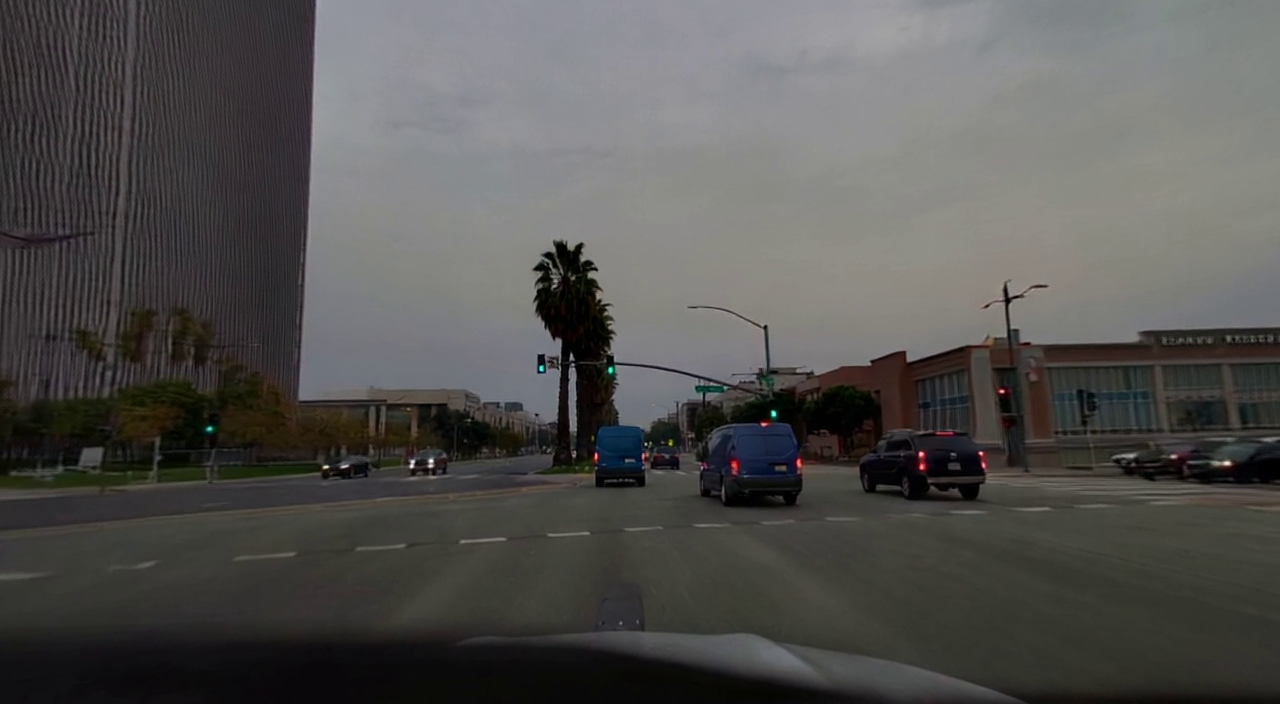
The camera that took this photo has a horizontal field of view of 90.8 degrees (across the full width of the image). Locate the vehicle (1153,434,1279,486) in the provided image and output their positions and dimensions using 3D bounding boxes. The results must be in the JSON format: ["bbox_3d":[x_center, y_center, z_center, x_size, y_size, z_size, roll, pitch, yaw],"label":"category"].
[{"bbox_3d":[21.214,3.779,22.341,4.442,1.671,2.177,1,-9,-9],"label":"vehicle"}]

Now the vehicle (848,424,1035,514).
[{"bbox_3d":[6.813,2.683,14.968,2.023,1.771,4.488,0,-8,-3],"label":"vehicle"}]

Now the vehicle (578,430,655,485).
[{"bbox_3d":[-0.969,4.341,26.315,2.848,1.991,5.706,0,-8,-2],"label":"vehicle"}]

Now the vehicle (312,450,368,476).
[{"bbox_3d":[-22.705,8.388,47.982,1.957,1.753,4.464,-1,-8,2],"label":"vehicle"}]

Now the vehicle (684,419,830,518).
[{"bbox_3d":[2.385,2.543,14.322,2.200,1.847,4.618,0,-8,-3],"label":"vehicle"}]

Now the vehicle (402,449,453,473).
[{"bbox_3d":[-14.772,7.581,44.159,2.067,1.435,4.558,0,-8,-1],"label":"vehicle"}]
